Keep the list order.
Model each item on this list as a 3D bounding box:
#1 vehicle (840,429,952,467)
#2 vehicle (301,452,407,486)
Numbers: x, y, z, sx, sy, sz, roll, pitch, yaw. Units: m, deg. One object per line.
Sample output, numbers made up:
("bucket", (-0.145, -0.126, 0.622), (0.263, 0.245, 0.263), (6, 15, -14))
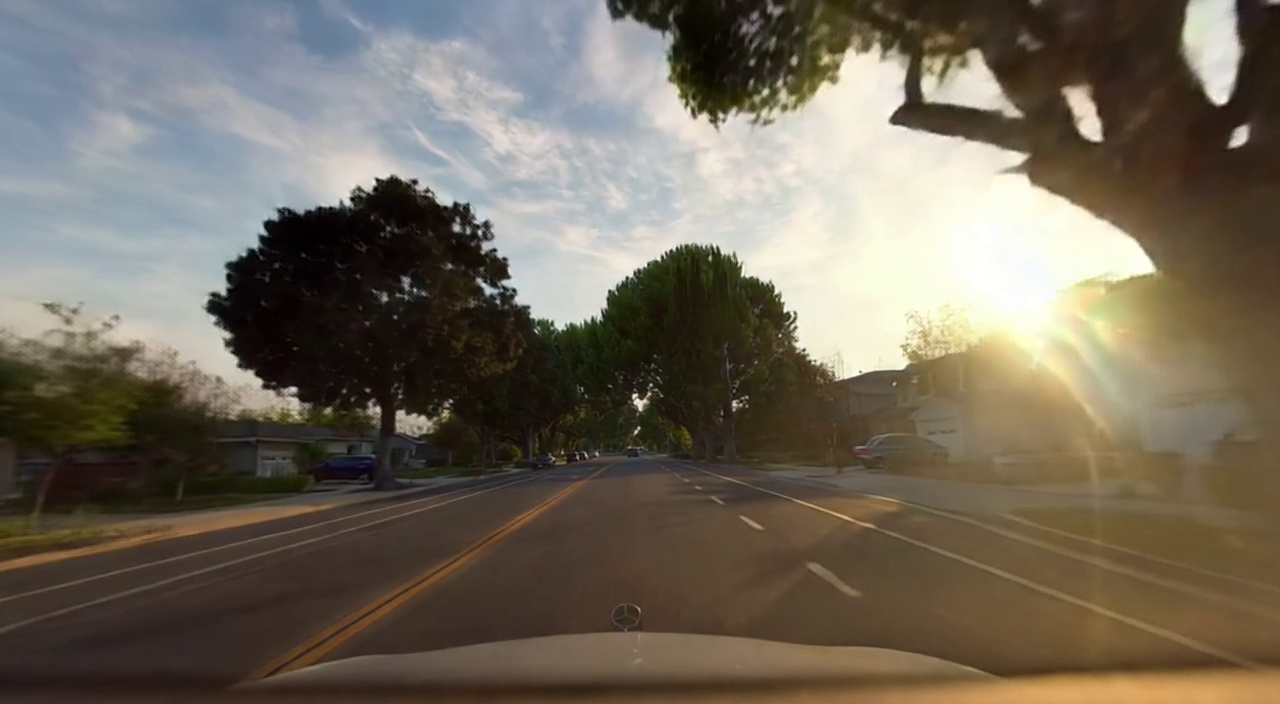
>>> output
("vehicle", (11.987, 4.506, 29.772), (4.392, 1.685, 1.959), (0, -8, -4))
("vehicle", (-15.660, 6.412, 34.763), (4.859, 1.780, 2.031), (-1, -9, 2))
